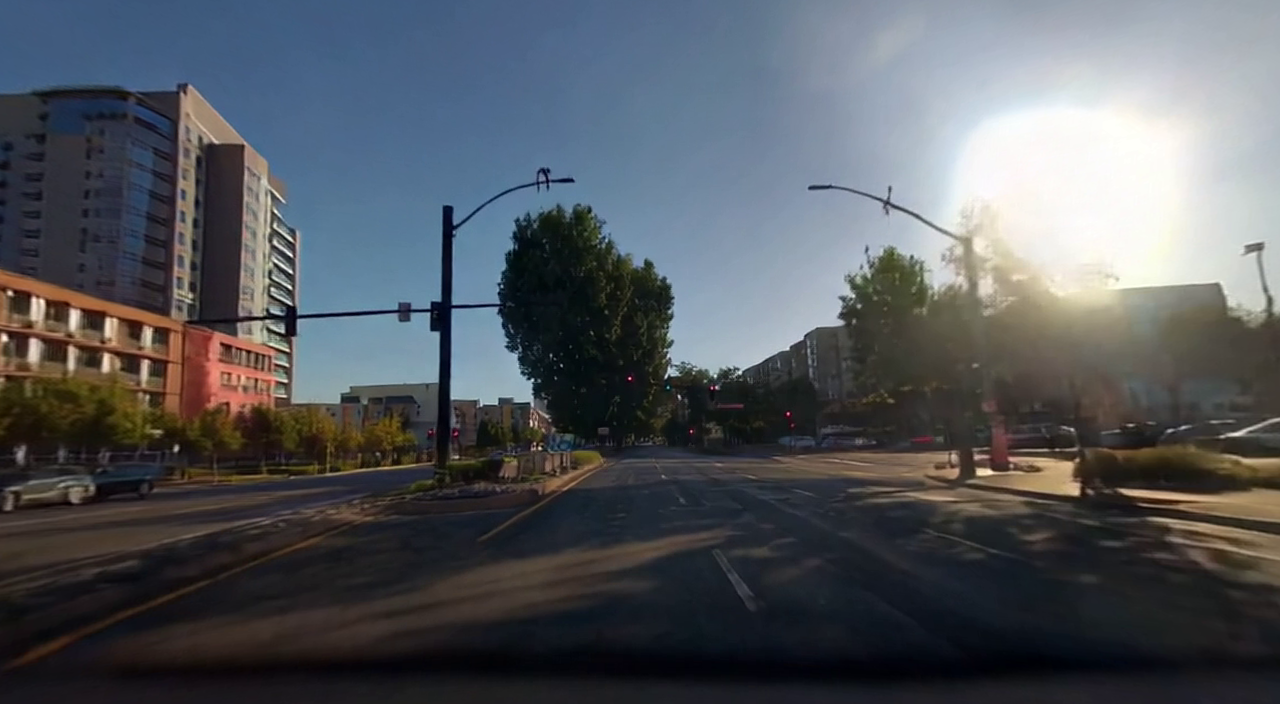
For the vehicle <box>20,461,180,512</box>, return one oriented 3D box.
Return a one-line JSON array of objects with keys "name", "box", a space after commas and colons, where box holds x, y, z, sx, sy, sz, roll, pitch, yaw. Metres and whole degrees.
[{"name": "vehicle", "box": [-19.648, 4.863, 23.325, 1.911, 1.458, 4.547, -1, -7, 0]}]
